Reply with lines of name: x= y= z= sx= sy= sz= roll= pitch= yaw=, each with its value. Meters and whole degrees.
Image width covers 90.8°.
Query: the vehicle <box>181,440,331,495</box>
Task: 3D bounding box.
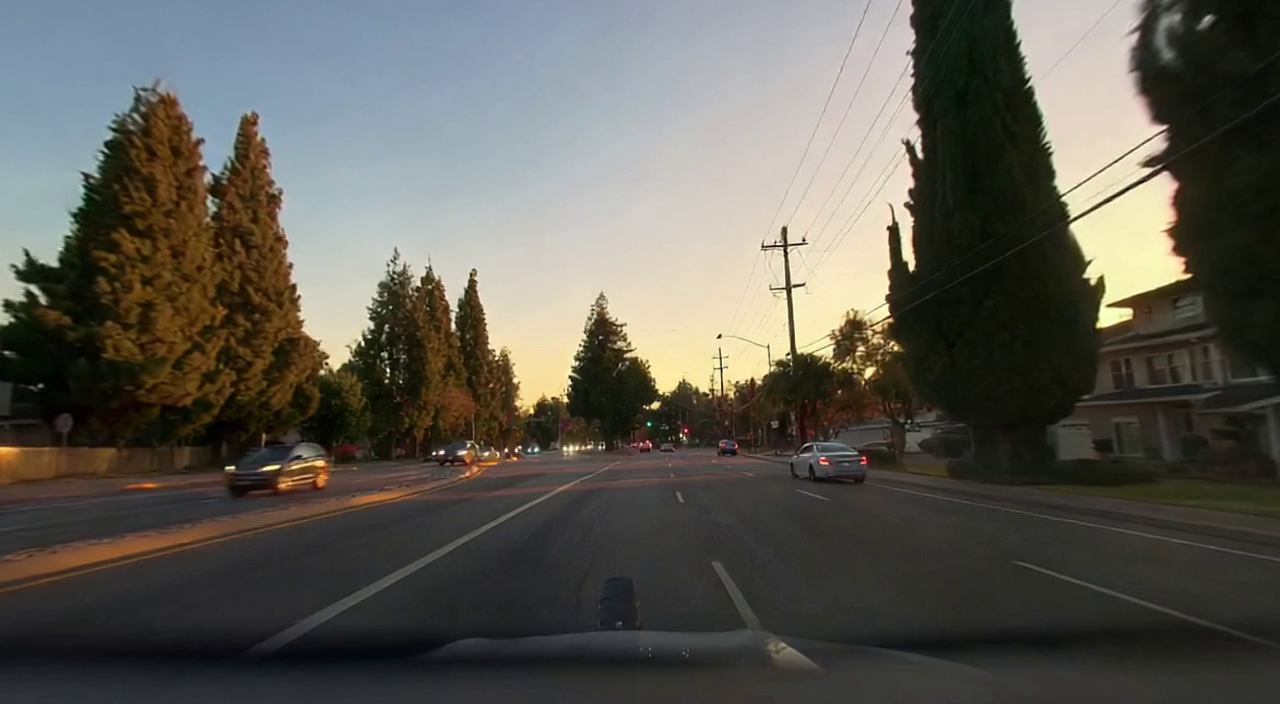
vehicle: x=-11.856 y=3.569 z=19.966 sx=1.940 sy=1.517 sz=4.626 roll=0 pitch=-8 yaw=-1

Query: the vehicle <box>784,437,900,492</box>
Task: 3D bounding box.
vehicle: x=6.172 y=3.489 z=20.014 sx=2.113 sy=1.520 sz=4.650 roll=0 pitch=-8 yaw=0

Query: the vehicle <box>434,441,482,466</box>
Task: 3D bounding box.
vehicle: x=-12.521 y=7.002 z=43.693 sx=1.992 sy=1.651 sz=4.486 roll=0 pitch=-8 yaw=-1
